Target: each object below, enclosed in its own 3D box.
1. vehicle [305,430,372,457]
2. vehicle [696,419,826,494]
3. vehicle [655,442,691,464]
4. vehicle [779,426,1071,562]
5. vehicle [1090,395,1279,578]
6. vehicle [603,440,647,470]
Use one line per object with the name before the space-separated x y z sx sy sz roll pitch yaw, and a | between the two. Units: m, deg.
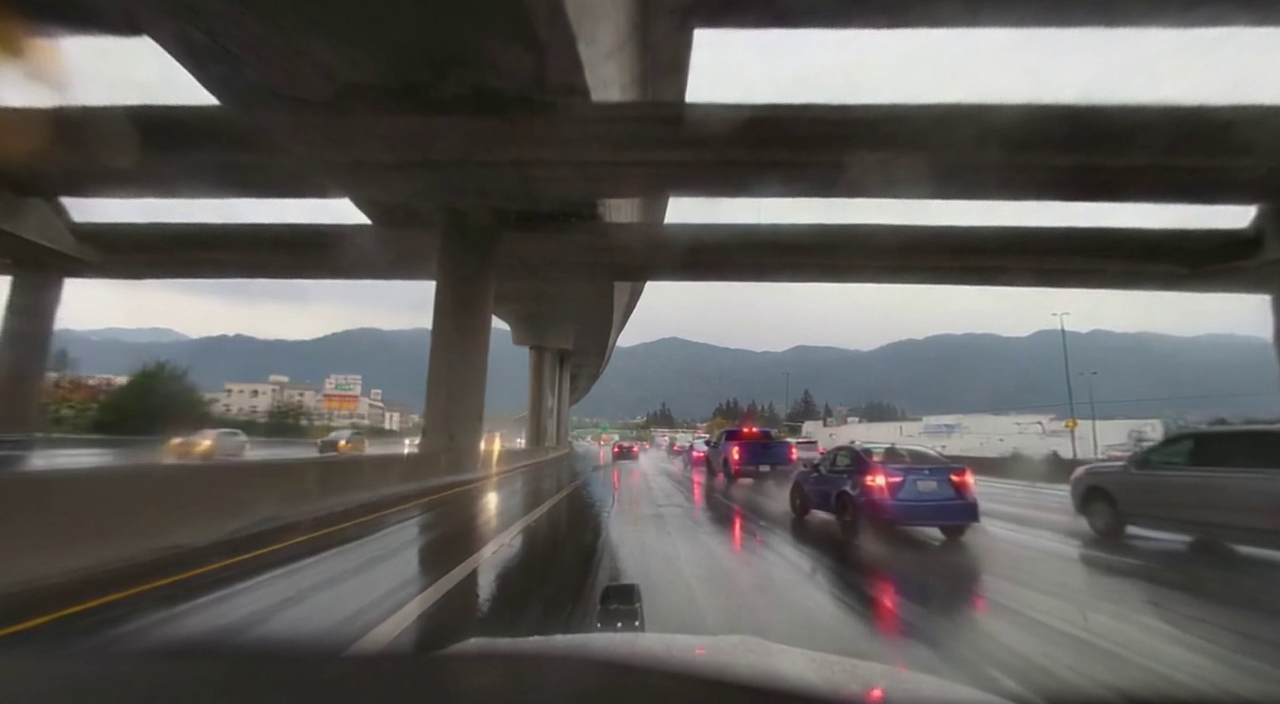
vehicle | -19.623 5.979 41.364 2.111 1.654 4.790 0 -9 -2
vehicle | 3.699 3.451 21.253 2.747 2.061 7.011 0 -9 -2
vehicle | 2.324 7.298 45.920 2.057 1.517 4.538 0 -9 -4
vehicle | 3.760 1.968 9.630 2.048 1.497 4.952 0 -9 -1
vehicle | 7.783 1.344 6.223 2.210 1.884 5.878 0 -9 -2
vehicle | -0.840 5.690 35.161 2.266 1.549 3.978 0 -8 -2
